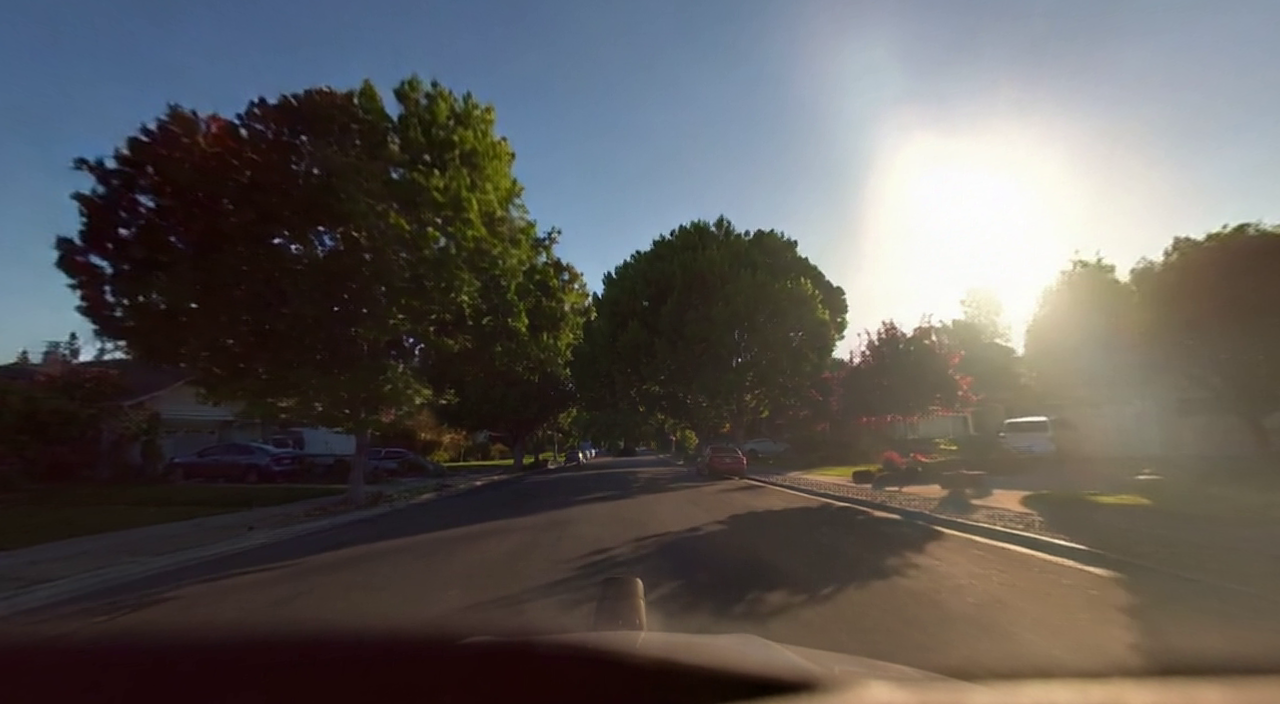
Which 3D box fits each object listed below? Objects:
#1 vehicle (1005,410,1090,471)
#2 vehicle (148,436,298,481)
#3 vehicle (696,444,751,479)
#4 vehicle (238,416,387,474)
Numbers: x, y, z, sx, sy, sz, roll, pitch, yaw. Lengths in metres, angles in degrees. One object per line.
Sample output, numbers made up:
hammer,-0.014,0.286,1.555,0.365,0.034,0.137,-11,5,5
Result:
vehicle,14.820,3.234,22.939,2.222,1.963,4.670,-6,-10,32
vehicle,-15.825,4.044,24.146,2.018,1.534,4.253,-5,-10,27
vehicle,3.833,5.106,29.611,2.011,1.521,4.292,0,-9,1
vehicle,-16.805,4.830,32.478,6.381,2.645,2.703,-3,-9,10
